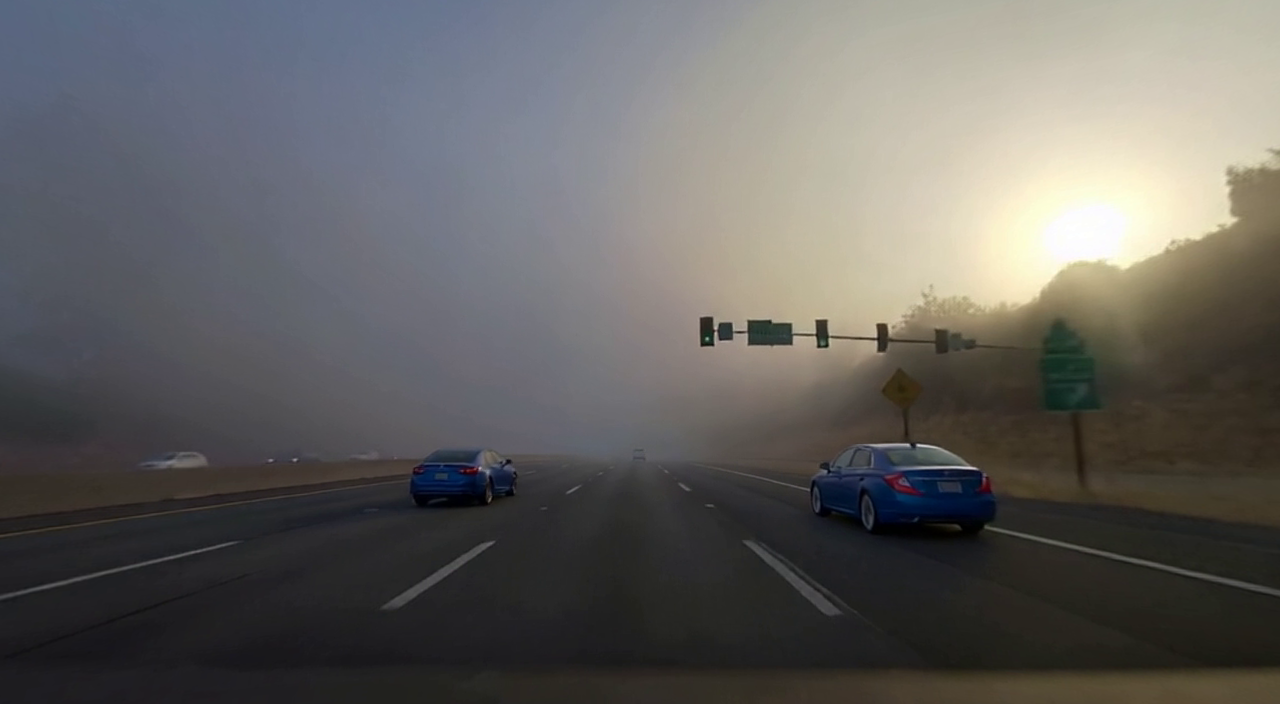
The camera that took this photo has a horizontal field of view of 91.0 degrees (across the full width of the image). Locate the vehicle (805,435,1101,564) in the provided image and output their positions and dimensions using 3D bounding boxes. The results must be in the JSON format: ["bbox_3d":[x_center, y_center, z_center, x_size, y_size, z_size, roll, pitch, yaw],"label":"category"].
[{"bbox_3d":[4.308,2.086,9.805,2.049,1.481,4.774,0,-9,-2],"label":"vehicle"}]

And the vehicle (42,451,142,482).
[{"bbox_3d":[-32.774,6.820,37.828,1.902,1.679,4.584,0,-9,0],"label":"vehicle"}]

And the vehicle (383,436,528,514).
[{"bbox_3d":[-4.032,2.760,14.662,1.987,1.516,4.478,0,-9,1],"label":"vehicle"}]

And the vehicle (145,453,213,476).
[{"bbox_3d":[-36.353,8.828,49.755,1.917,1.643,4.546,0,-9,0],"label":"vehicle"}]
